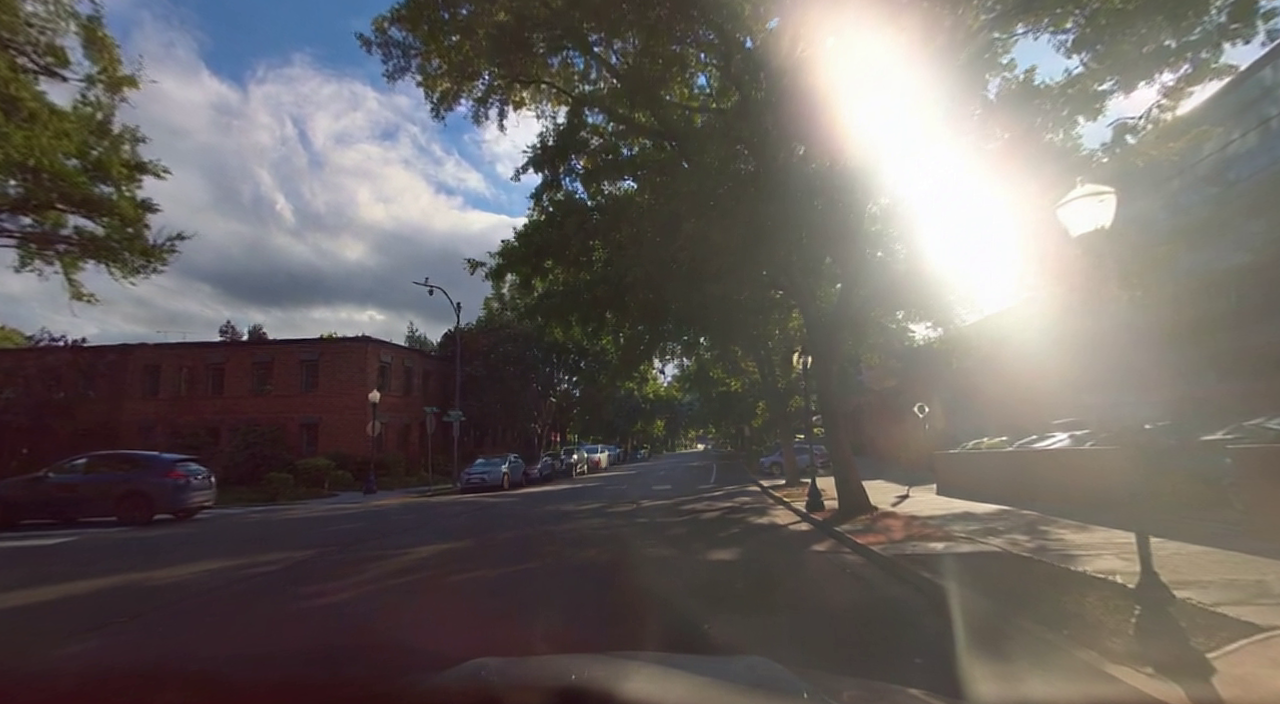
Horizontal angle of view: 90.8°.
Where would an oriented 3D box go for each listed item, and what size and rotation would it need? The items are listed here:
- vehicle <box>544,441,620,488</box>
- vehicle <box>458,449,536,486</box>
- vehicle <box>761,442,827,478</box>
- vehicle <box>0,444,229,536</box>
[{"bbox_3d":[-2.138,4.357,24.757,2.110,1.651,4.410,-1,-9,7],"label":"vehicle"},{"bbox_3d":[-6.056,4.949,27.409,1.968,1.443,4.358,-1,-9,6],"label":"vehicle"},{"bbox_3d":[6.706,4.744,28.014,1.918,1.461,4.419,0,-9,1],"label":"vehicle"},{"bbox_3d":[-10.947,2.663,12.530,4.106,1.620,2.065,0,-9,1],"label":"vehicle"}]
